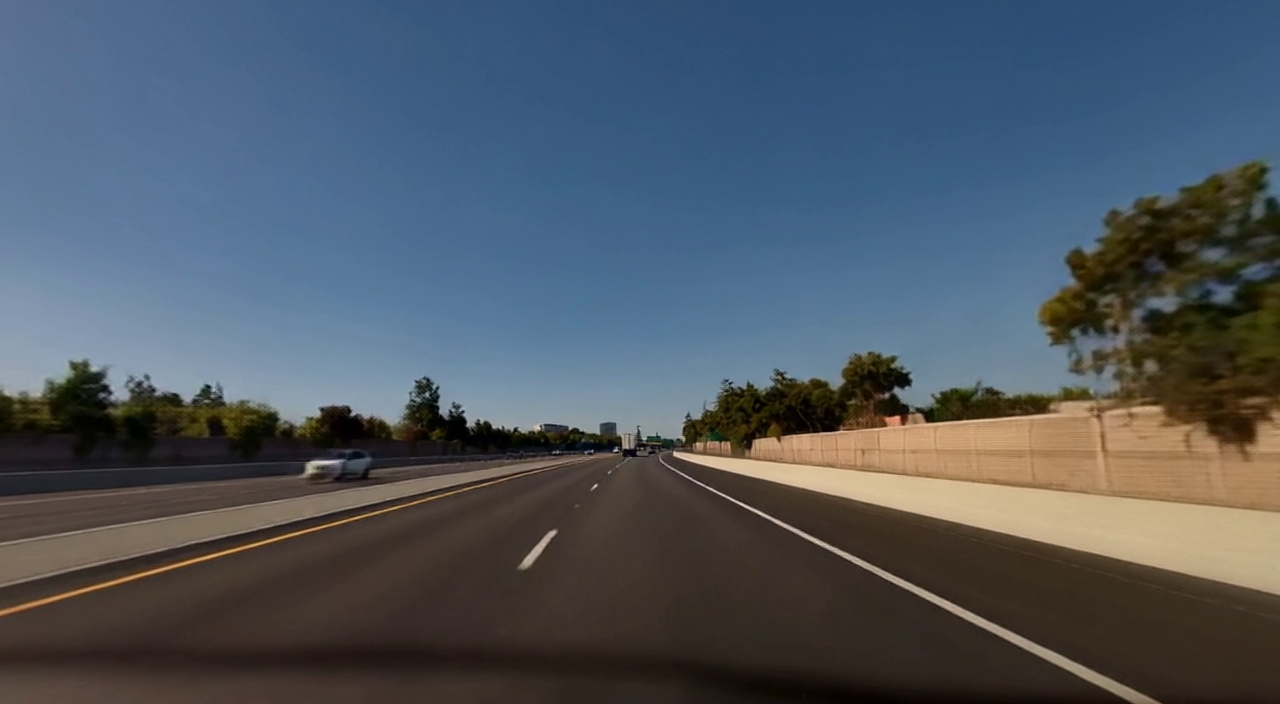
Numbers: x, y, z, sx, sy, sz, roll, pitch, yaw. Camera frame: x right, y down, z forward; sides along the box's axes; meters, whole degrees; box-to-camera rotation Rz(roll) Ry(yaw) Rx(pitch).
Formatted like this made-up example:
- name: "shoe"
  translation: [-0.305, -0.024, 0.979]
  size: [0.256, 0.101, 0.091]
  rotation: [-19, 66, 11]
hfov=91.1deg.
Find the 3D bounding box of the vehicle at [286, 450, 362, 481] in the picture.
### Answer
- name: "vehicle"
  translation: [-16.367, 5.875, 32.791]
  size: [1.798, 1.462, 4.067]
  rotation: [0, -9, 0]
